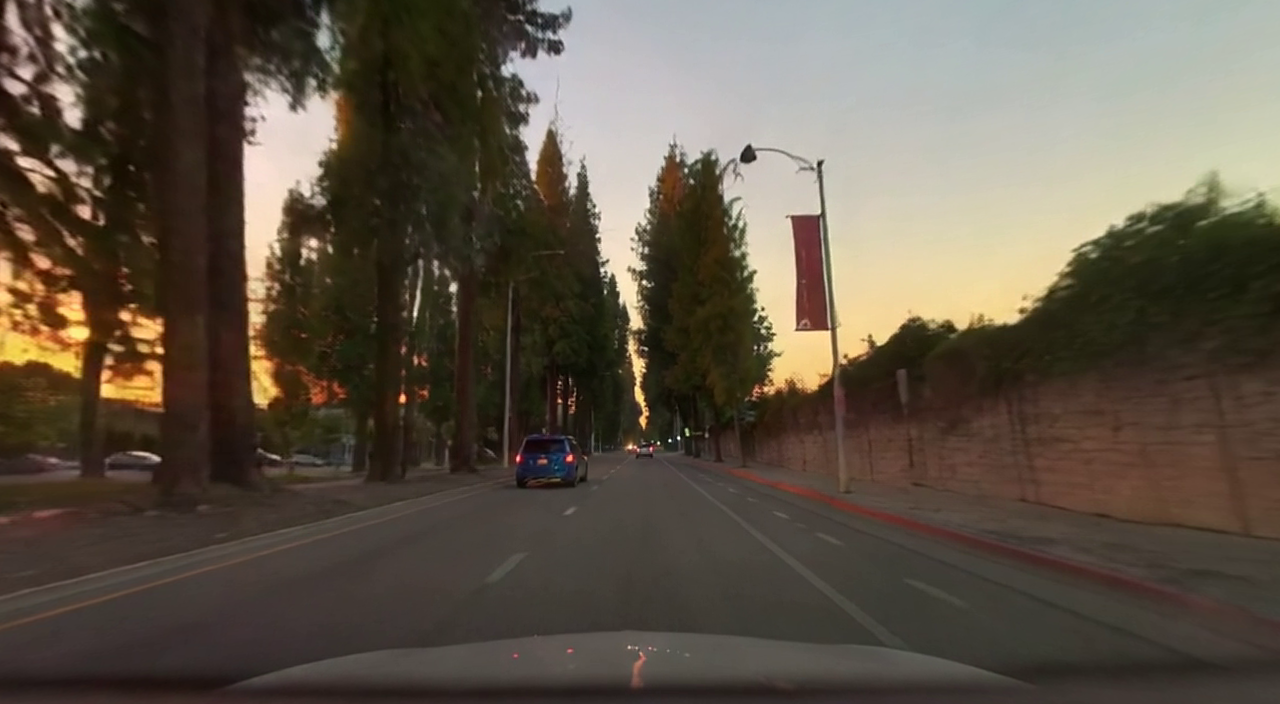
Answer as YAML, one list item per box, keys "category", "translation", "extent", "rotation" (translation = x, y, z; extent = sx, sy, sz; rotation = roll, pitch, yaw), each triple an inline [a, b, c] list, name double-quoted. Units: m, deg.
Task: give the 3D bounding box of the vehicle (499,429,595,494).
- category: "vehicle"
  translation: [-2.853, 3.532, 20.541]
  extent: [2.281, 1.837, 4.845]
  rotation: [0, -9, 1]
